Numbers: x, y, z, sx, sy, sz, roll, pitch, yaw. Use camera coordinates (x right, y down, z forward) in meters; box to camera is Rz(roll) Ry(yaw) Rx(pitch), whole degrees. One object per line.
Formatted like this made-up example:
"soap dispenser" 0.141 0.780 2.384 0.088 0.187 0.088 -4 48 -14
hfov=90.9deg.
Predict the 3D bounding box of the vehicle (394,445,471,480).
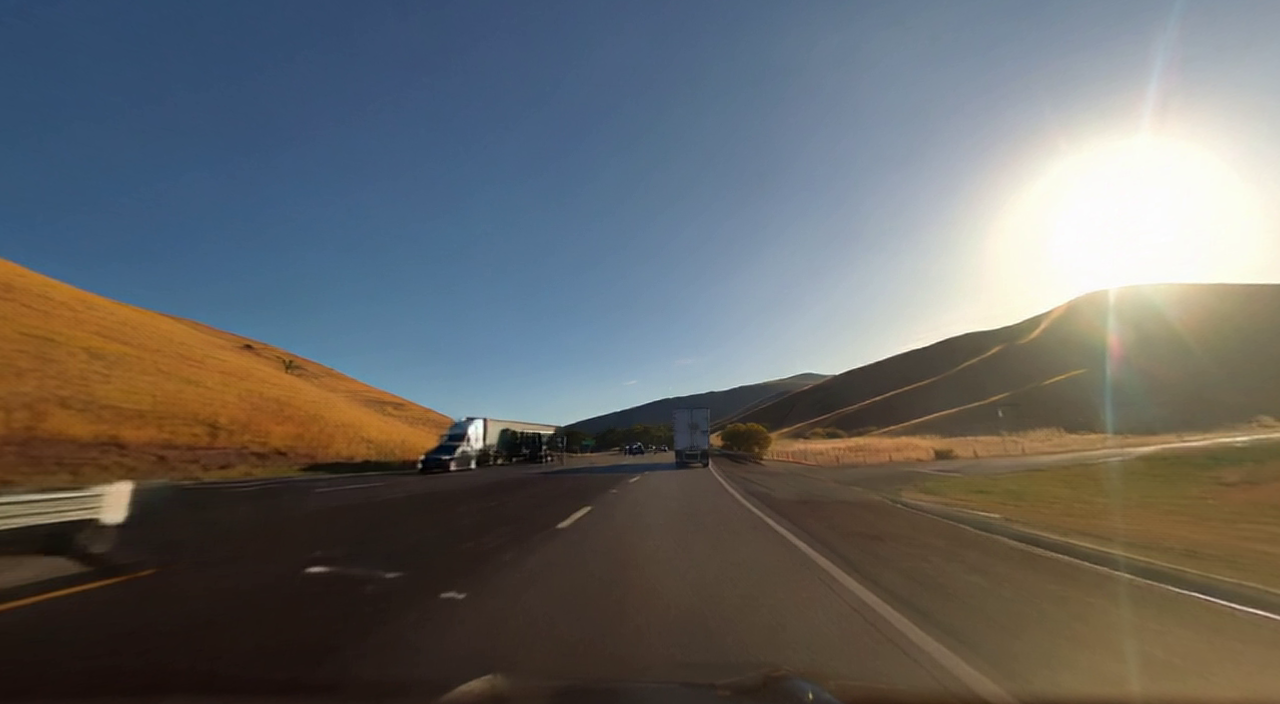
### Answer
"vehicle" -10.354 5.508 31.817 1.985 1.610 4.553 -1 -9 5
